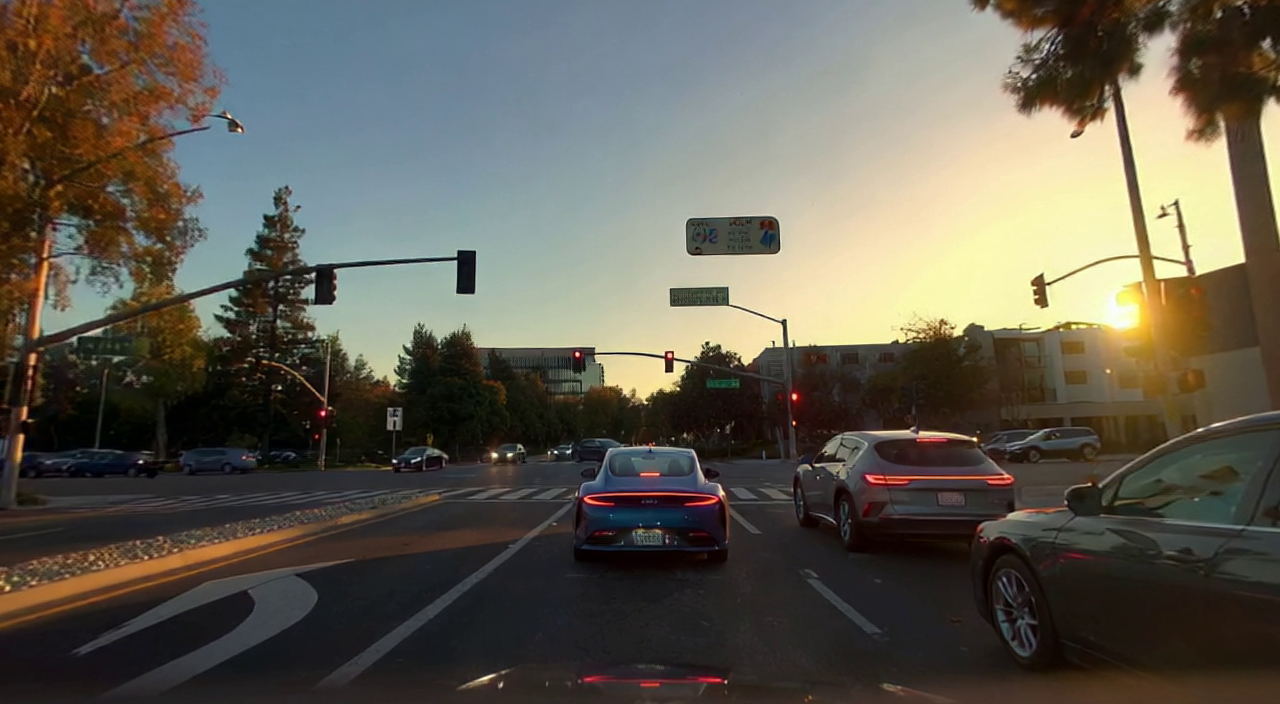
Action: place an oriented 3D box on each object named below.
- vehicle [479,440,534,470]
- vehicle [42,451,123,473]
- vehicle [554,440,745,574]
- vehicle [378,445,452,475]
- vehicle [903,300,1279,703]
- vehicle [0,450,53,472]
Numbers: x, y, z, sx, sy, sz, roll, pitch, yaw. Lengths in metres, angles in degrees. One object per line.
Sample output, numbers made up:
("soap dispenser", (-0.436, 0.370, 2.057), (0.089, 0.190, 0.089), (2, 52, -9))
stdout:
("vehicle", (-7.990, 6.220, 38.271), (2.091, 1.651, 4.870), (-1, -8, 2))
("vehicle", (-41.312, 8.141, 46.781), (4.195, 1.533, 1.752), (0, -8, -3))
("vehicle", (0.113, 1.868, 8.392), (1.945, 1.343, 3.827), (0, -8, 1))
("vehicle", (-11.716, 5.627, 33.191), (2.053, 1.436, 4.494), (-1, -8, 2))
("vehicle", (3.104, 0.800, 2.526), (2.143, 1.759, 4.531), (0, -8, 0))
("vehicle", (-46.258, 7.950, 46.139), (4.545, 1.558, 1.833), (0, -8, -3))
